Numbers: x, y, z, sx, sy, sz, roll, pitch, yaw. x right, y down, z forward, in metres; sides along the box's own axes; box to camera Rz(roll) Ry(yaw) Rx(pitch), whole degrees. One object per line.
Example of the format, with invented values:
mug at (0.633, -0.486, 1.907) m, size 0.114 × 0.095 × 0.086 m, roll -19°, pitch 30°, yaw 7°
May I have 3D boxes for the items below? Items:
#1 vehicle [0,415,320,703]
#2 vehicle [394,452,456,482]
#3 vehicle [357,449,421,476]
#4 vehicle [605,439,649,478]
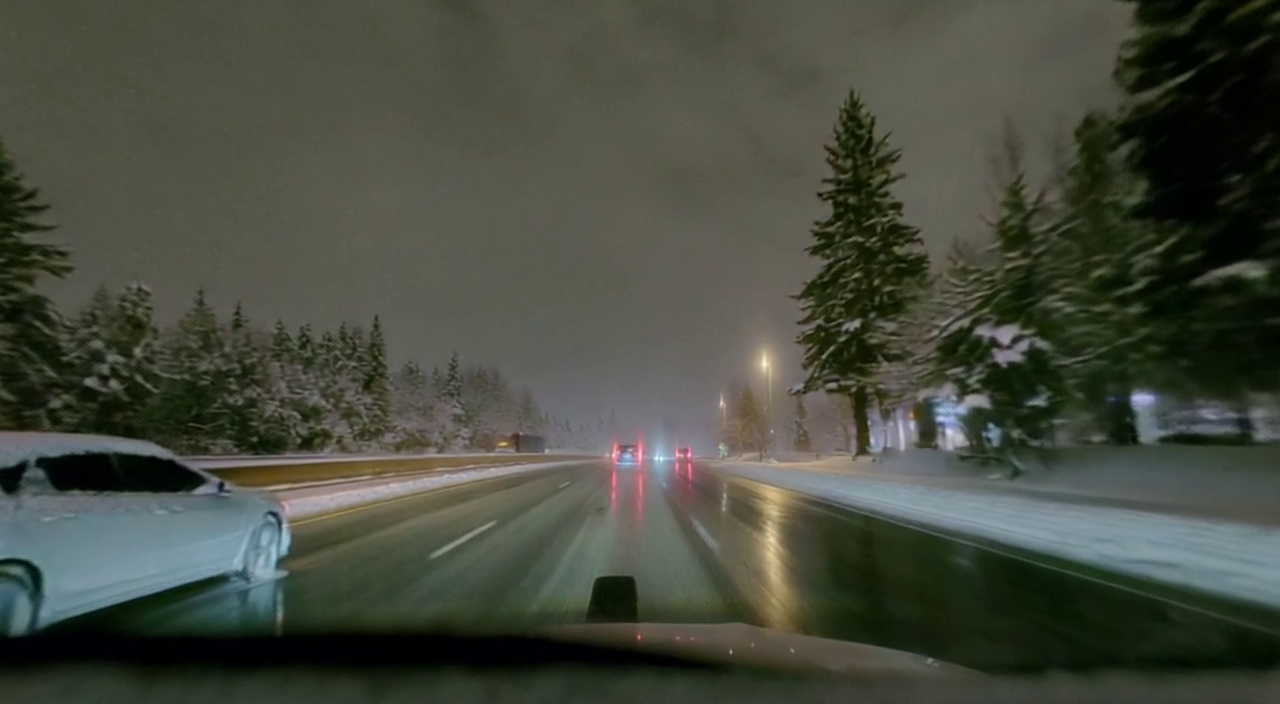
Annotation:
vehicle at (-4.284, 1.236, 4.256) m, size 1.907 × 1.483 × 4.562 m, roll 0°, pitch -9°, yaw -1°
vehicle at (-11.241, 6.025, 33.315) m, size 1.729 × 1.430 × 3.942 m, roll -1°, pitch -9°, yaw 2°
vehicle at (-14.897, 6.575, 37.784) m, size 1.900 × 1.513 × 4.475 m, roll -1°, pitch -9°, yaw 2°
vehicle at (-0.619, 5.630, 33.608) m, size 2.155 × 1.856 × 4.796 m, roll 0°, pitch -9°, yaw 1°
